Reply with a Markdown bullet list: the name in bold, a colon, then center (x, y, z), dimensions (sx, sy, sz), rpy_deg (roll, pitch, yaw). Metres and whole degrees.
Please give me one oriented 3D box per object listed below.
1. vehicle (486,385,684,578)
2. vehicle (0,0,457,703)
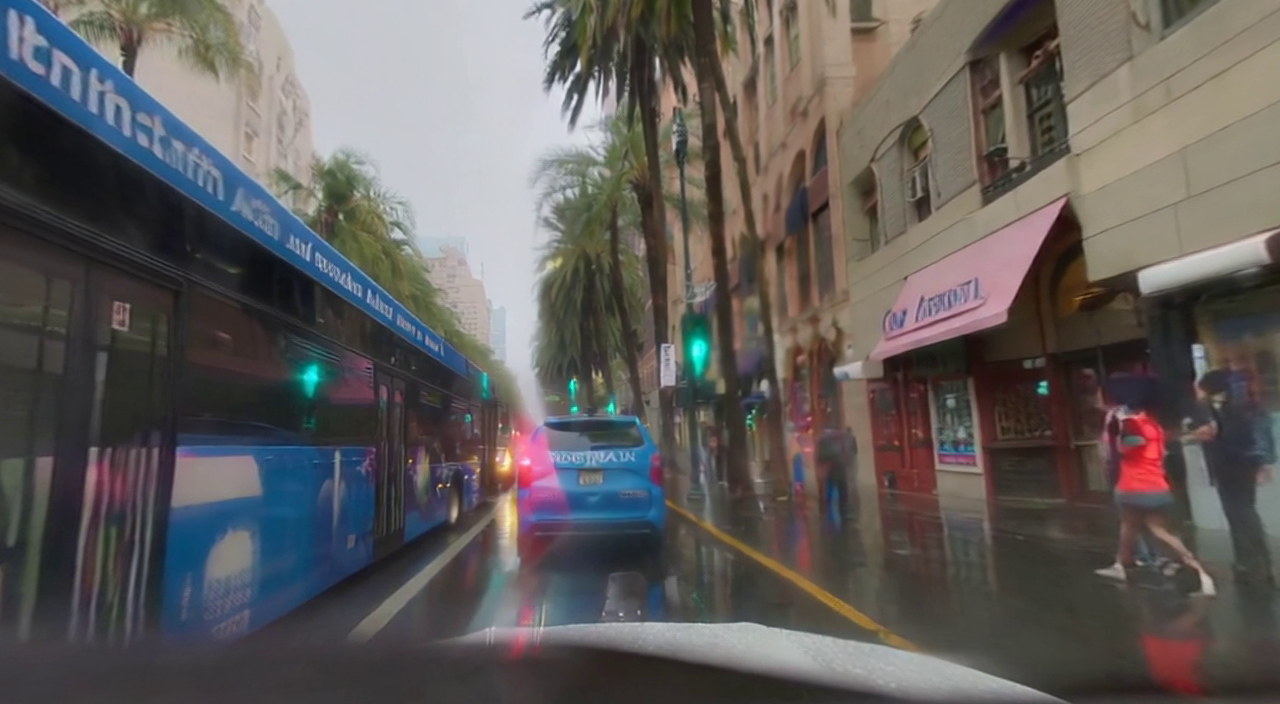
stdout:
- **vehicle**: center (-0.882, 1.614, 8.577), dimensions (2.002, 1.907, 4.211), rpy_deg (2, -9, -9)
- **vehicle**: center (-3.864, 0.293, 4.021), dimensions (2.863, 3.233, 11.573), rpy_deg (1, -8, -5)
